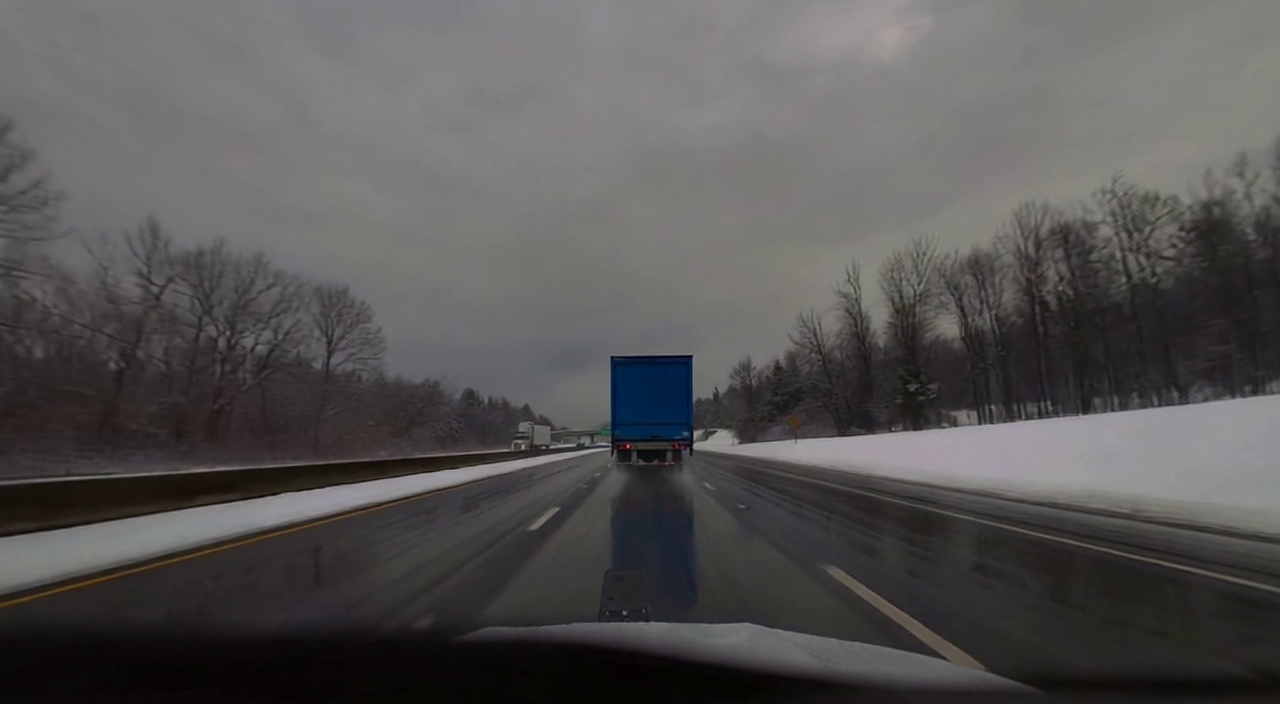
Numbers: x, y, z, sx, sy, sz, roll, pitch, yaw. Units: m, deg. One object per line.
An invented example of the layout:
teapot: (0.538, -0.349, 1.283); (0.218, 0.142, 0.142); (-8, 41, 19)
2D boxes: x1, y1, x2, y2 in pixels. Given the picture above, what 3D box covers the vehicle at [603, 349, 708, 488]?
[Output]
vehicle: (0.458, 2.675, 23.519); (3.010, 4.039, 10.481); (0, -8, 0)
